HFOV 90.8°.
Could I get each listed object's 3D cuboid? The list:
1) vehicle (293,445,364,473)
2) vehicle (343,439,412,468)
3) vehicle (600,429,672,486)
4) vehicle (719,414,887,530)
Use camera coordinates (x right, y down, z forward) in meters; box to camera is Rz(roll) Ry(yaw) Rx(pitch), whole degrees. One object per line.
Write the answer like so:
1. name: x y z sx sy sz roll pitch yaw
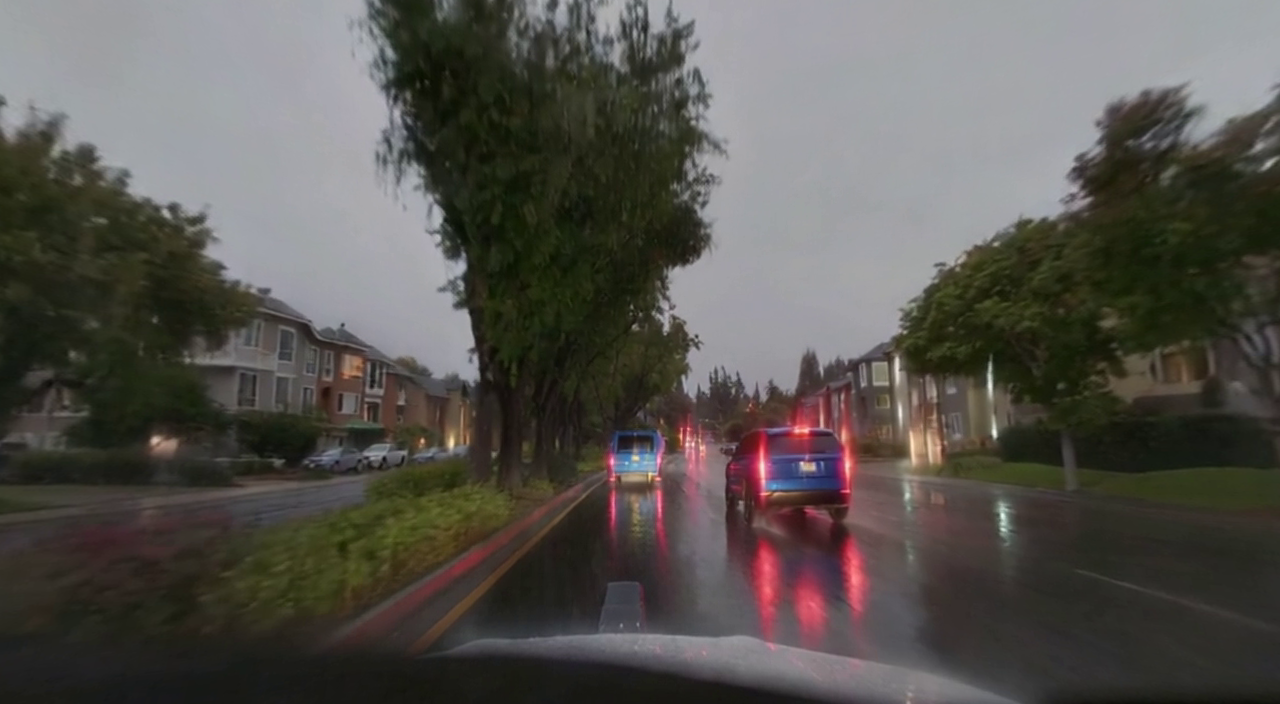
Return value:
1. vehicle: -18.578 6.418 37.951 1.954 1.570 4.828 1 -10 -2
2. vehicle: -18.325 7.159 44.387 2.195 1.894 5.489 -2 -10 3
3. vehicle: -0.084 3.848 23.270 2.345 1.841 5.032 0 -9 1
4. vehicle: 2.869 2.250 12.314 2.033 1.823 4.409 0 -9 -1
